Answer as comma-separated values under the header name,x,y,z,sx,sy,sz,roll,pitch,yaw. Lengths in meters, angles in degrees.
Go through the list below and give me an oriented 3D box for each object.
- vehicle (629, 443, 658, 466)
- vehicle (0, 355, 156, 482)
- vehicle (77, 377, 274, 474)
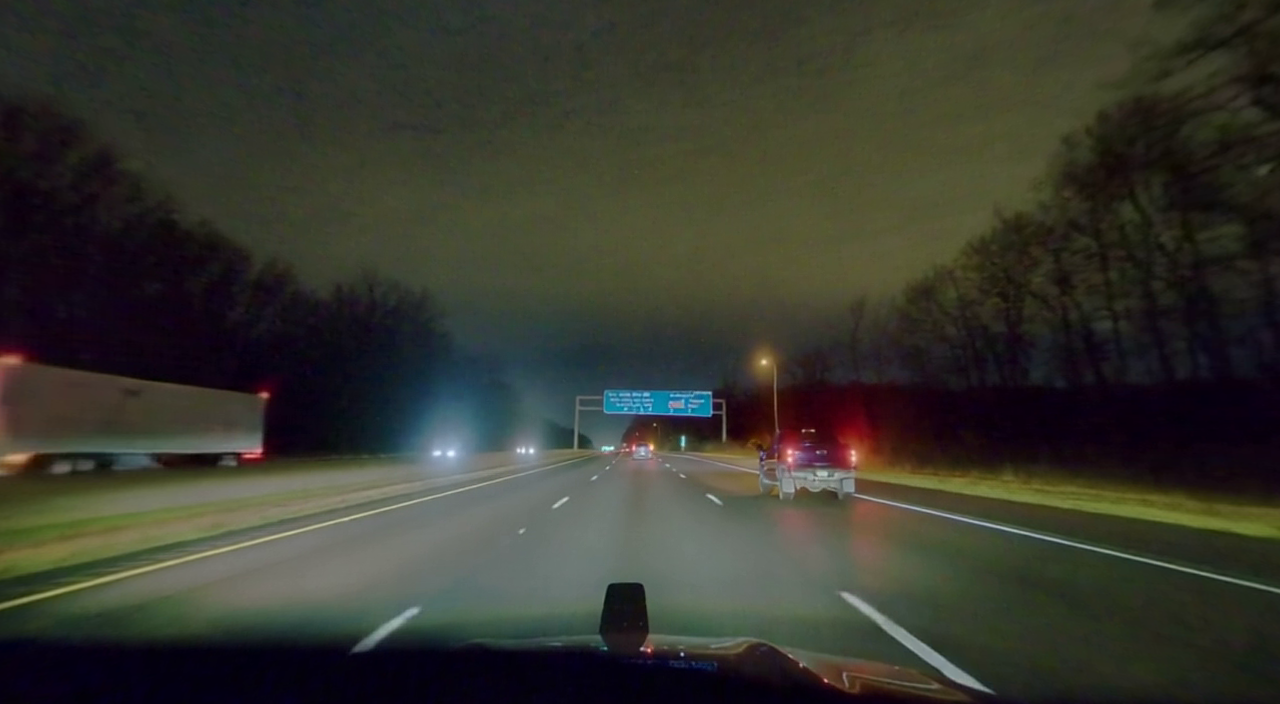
name,x,y,z,sx,sy,sz,roll,pitch,yaw
vehicle,0.215,6.919,42.440,1.859,1.478,3.799,0,-8,0
vehicle,-21.952,2.304,21.196,2.993,4.028,10.213,0,-8,0
vehicle,-21.955,3.705,30.595,3.024,4.048,8.451,0,-8,0
